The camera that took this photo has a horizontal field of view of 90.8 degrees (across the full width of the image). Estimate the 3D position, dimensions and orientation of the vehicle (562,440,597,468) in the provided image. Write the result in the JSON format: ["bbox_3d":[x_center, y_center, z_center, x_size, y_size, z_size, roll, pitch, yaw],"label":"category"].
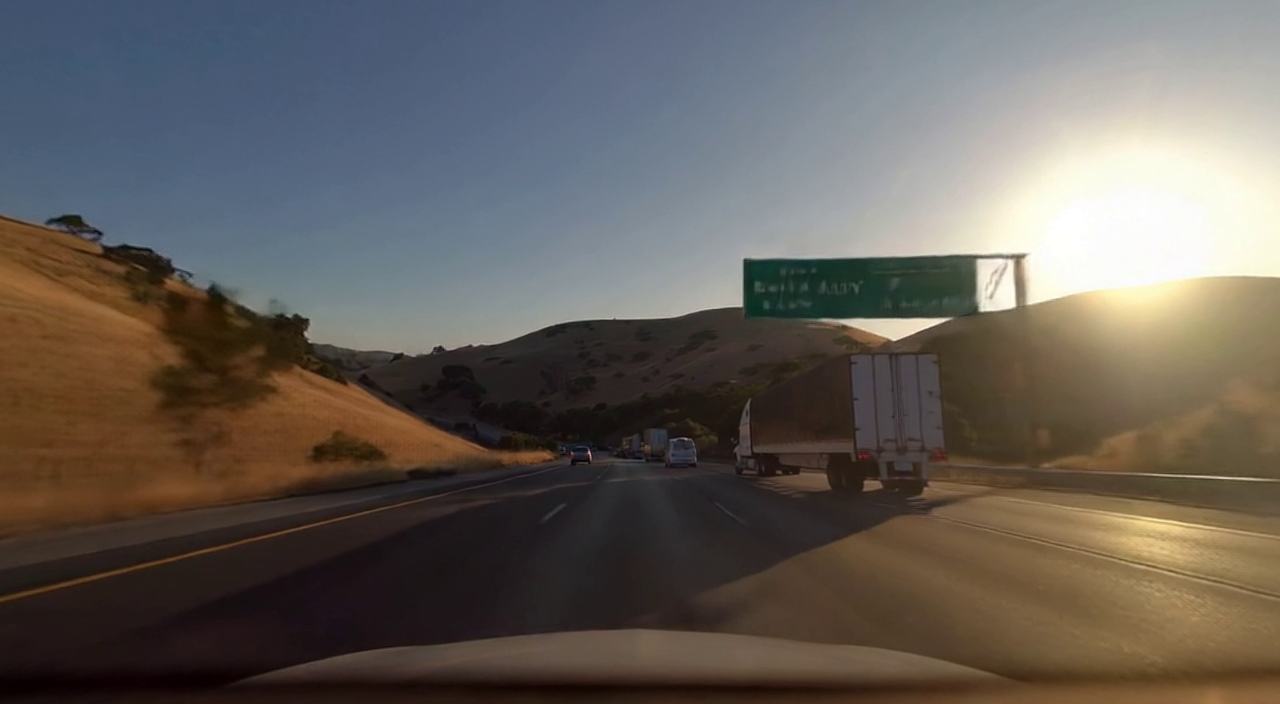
[{"bbox_3d":[-4.523,7.708,47.694,2.193,1.977,4.759,0,-9,0],"label":"vehicle"}]

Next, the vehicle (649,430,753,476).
[{"bbox_3d":[3.064,5.206,32.713,5.075,2.277,2.365,0,-9,-3],"label":"vehicle"}]

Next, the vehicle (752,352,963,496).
[{"bbox_3d":[7.761,3.306,26.614,2.935,4.187,16.357,0,-9,-1],"label":"vehicle"}]
